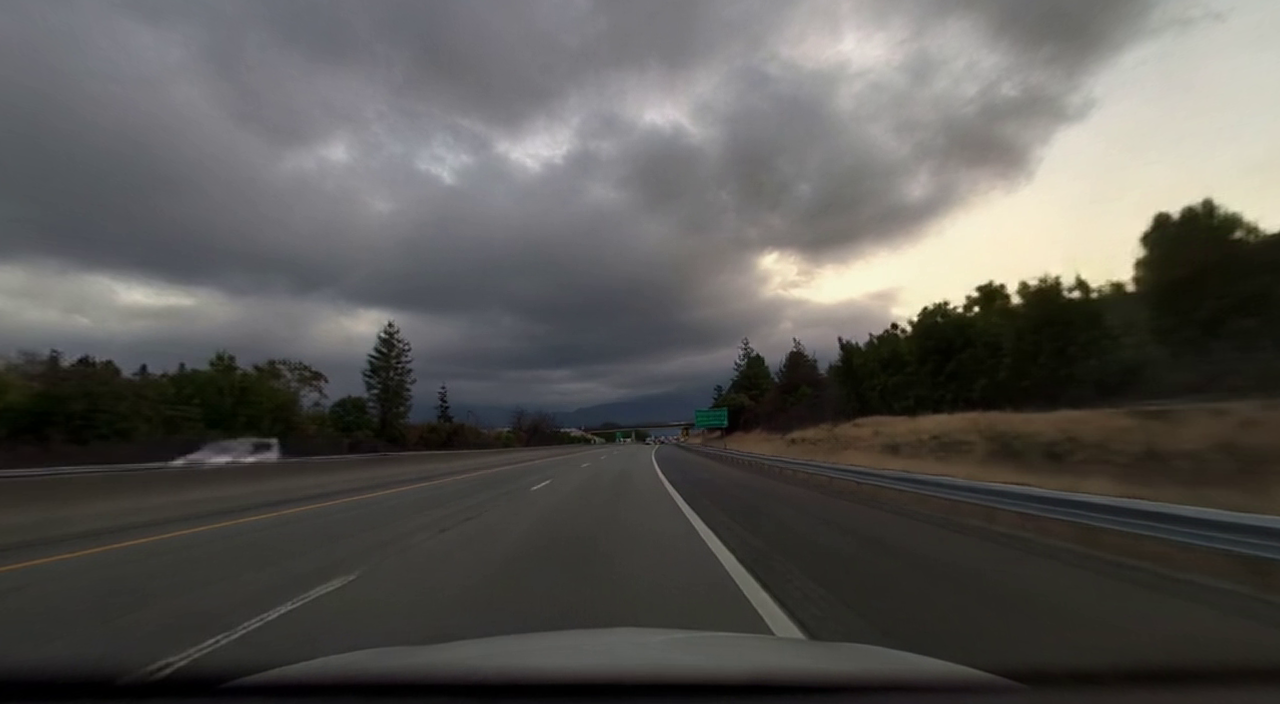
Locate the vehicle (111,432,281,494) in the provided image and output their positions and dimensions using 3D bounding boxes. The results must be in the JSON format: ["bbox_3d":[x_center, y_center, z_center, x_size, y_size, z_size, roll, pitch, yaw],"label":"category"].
[{"bbox_3d":[-14.180,3.538,20.571,2.097,1.750,4.773,0,-8,-1],"label":"vehicle"}]
